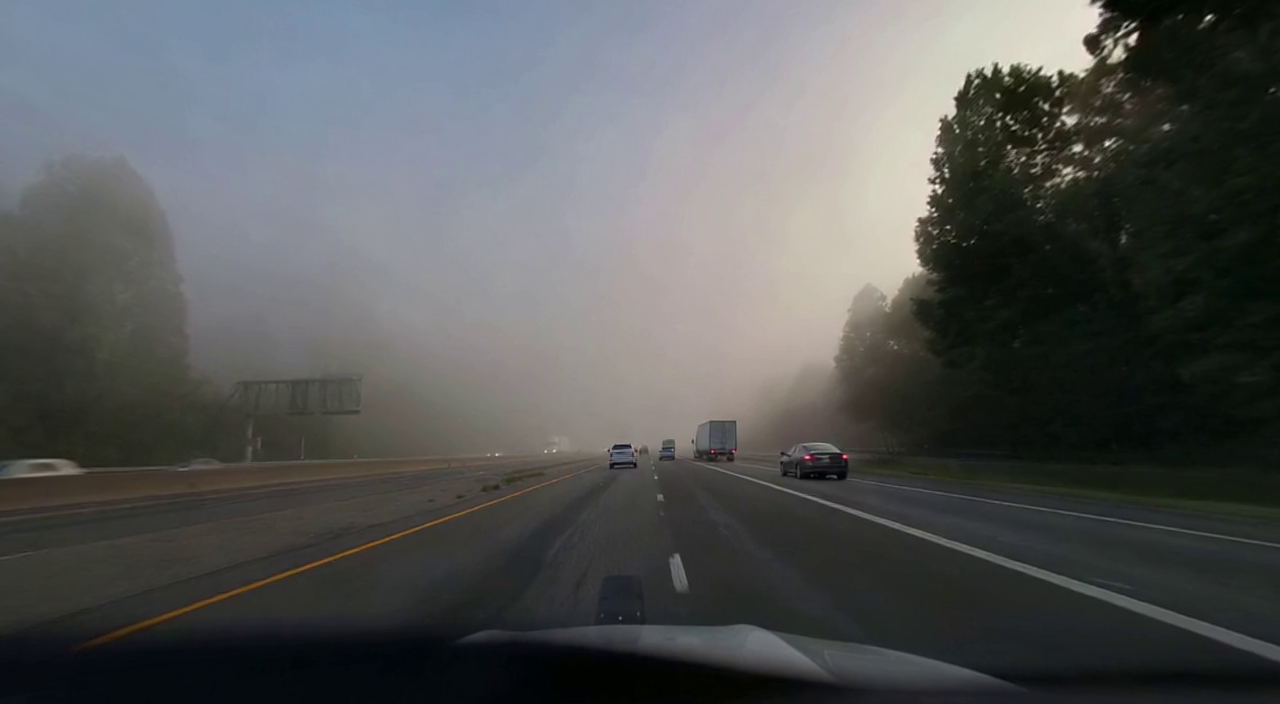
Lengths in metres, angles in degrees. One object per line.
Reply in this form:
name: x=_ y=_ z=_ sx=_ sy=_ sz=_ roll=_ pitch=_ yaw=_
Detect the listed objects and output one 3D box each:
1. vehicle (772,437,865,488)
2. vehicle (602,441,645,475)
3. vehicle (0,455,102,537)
vehicle: x=6.422 y=4.028 z=23.239 sx=2.011 sy=1.638 sz=4.737 roll=0 pitch=-9 yaw=0
vehicle: x=-0.848 y=5.734 z=34.144 sx=2.114 sy=1.706 sz=4.106 roll=-1 pitch=-9 yaw=1
vehicle: x=-14.437 y=3.063 z=13.302 sx=1.950 sy=1.683 sz=4.571 roll=-1 pitch=-9 yaw=1
